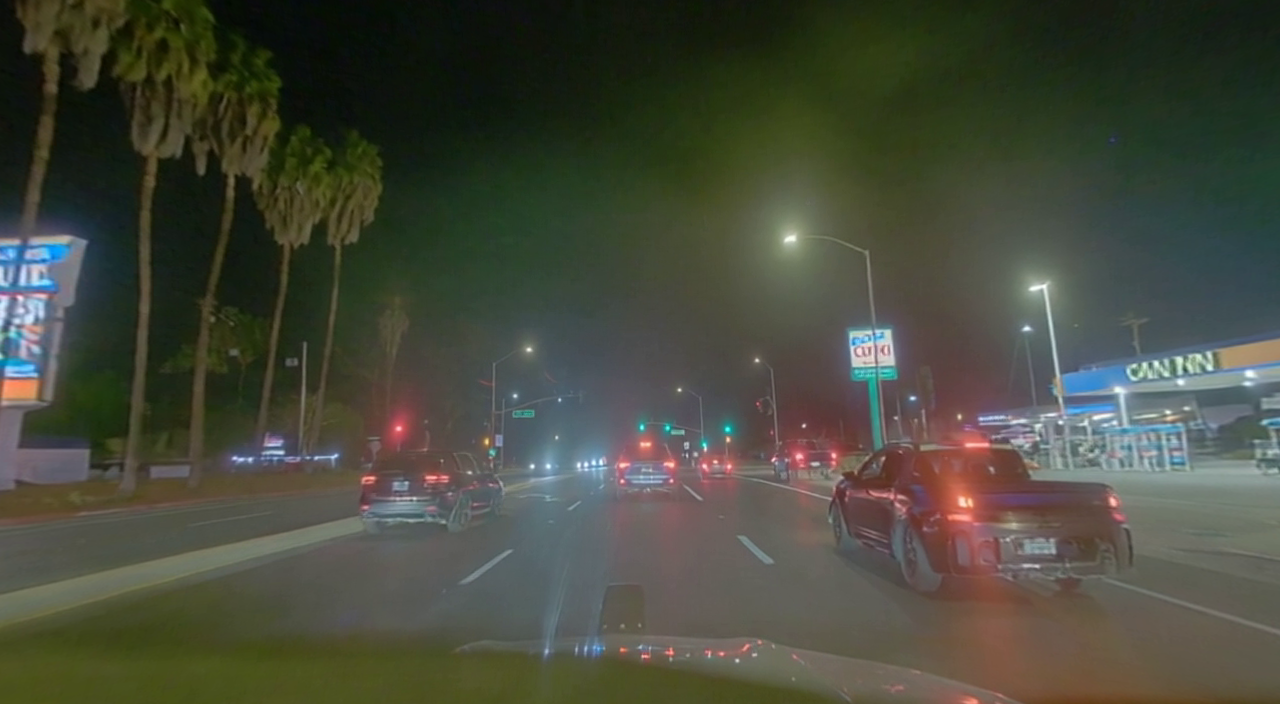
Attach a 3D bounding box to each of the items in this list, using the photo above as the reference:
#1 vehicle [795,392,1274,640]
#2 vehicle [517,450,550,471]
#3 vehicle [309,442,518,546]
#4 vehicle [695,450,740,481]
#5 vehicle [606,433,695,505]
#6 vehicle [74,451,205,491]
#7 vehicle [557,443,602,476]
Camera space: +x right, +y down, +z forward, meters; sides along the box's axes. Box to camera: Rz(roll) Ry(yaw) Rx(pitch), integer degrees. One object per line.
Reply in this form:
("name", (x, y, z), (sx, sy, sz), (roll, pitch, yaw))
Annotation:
("vehicle", (3.612, 1.620, 7.488), (2.120, 1.828, 5.531), (0, -8, 0))
("vehicle", (-8.333, 8.511, 49.531), (1.921, 1.489, 4.250), (0, -8, -1))
("vehicle", (-3.820, 2.454, 11.694), (1.983, 1.502, 4.720), (-1, -8, 2))
("vehicle", (3.931, 5.815, 32.429), (1.901, 1.401, 3.965), (0, -8, 1))
("vehicle", (0.305, 3.416, 18.979), (2.295, 1.835, 5.471), (0, -8, 1))
("vehicle", (-29.274, 6.937, 37.147), (2.543, 2.092, 6.613), (0, -8, -3))
("vehicle", (-3.461, 6.243, 36.844), (2.071, 1.811, 4.605), (0, -8, 2))
